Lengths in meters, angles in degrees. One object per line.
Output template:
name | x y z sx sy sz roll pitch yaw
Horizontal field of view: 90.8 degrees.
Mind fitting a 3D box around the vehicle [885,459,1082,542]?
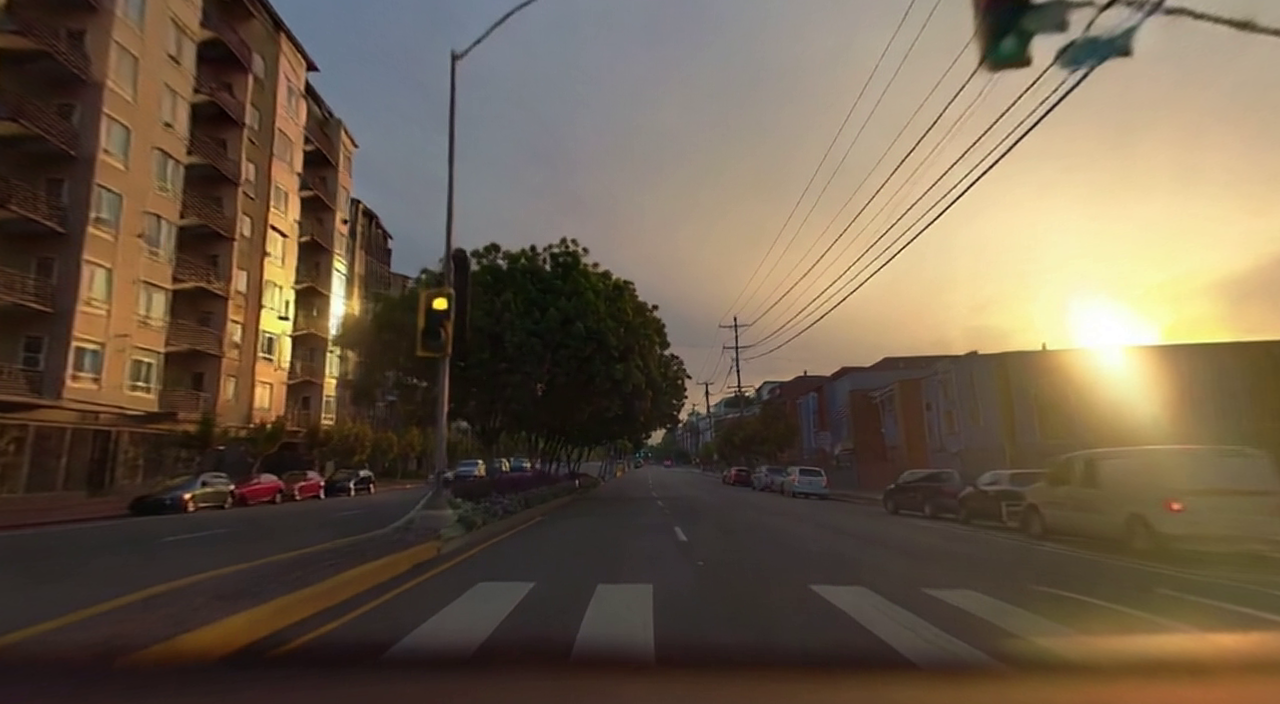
vehicle | 7.617 3.298 14.699 1.941 1.496 4.656 0 -9 0

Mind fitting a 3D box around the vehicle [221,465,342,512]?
vehicle | -14.787 5.640 26.479 2.124 1.626 4.908 0 -9 1

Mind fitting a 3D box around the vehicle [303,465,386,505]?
vehicle | -14.712 6.614 31.805 2.107 1.771 4.871 0 -9 -4

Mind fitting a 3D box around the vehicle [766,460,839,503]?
vehicle | 7.482 6.017 29.660 2.143 1.731 4.781 0 -9 0

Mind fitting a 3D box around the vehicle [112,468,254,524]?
vehicle | -14.717 4.601 20.630 1.879 1.507 3.745 0 -9 -2

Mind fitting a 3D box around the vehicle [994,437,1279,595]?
vehicle | 7.531 2.147 9.259 1.996 1.704 4.490 0 -9 -1
